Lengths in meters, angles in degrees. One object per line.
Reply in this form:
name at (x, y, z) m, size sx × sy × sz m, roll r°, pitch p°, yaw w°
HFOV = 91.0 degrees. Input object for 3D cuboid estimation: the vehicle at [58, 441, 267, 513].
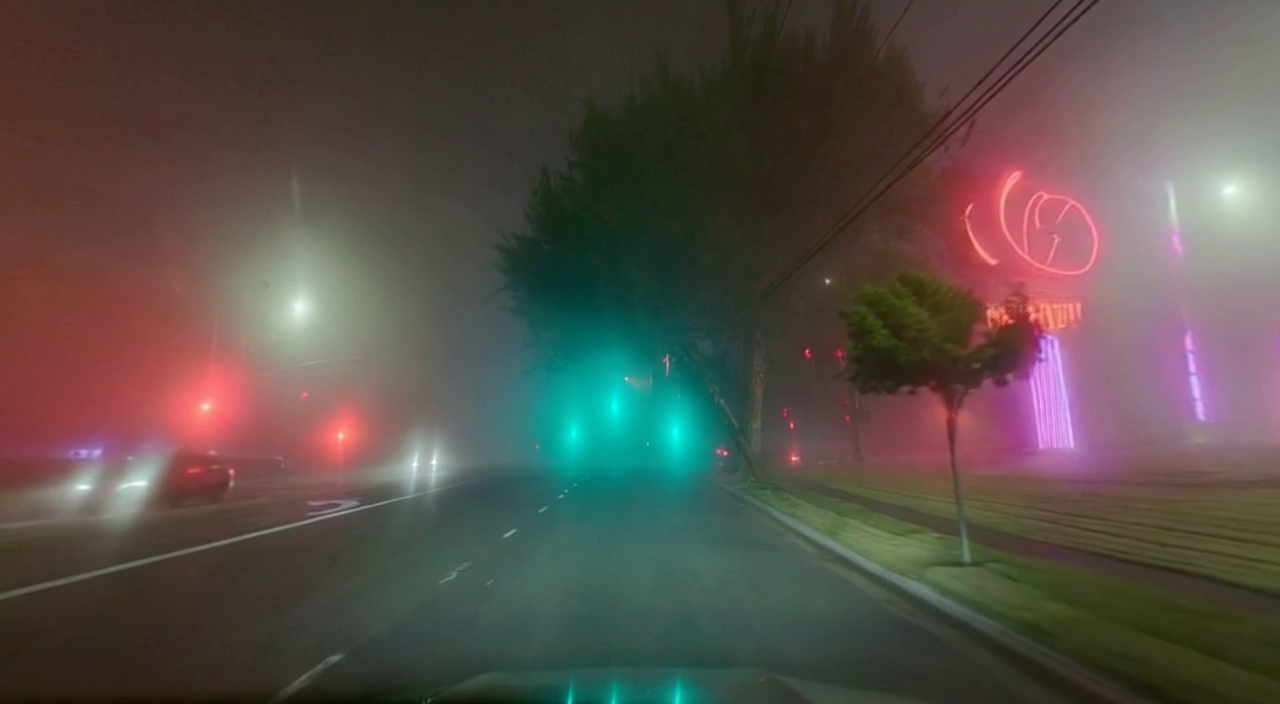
vehicle at (-12.499, 3.263, 16.979) m, size 2.145 × 1.660 × 4.423 m, roll 0°, pitch -9°, yaw 0°

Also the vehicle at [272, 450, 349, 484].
vehicle at (-16.775, 5.821, 32.285) m, size 1.768 × 1.532 × 4.216 m, roll -1°, pitch -8°, yaw -1°

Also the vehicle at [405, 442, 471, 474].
vehicle at (-12.083, 6.378, 38.061) m, size 2.333 × 1.775 × 4.889 m, roll 0°, pitch -9°, yaw 0°

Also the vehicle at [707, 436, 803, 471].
vehicle at (5.825, 5.099, 31.823) m, size 4.361 × 1.607 × 2.191 m, roll 5°, pitch -10°, yaw -32°
